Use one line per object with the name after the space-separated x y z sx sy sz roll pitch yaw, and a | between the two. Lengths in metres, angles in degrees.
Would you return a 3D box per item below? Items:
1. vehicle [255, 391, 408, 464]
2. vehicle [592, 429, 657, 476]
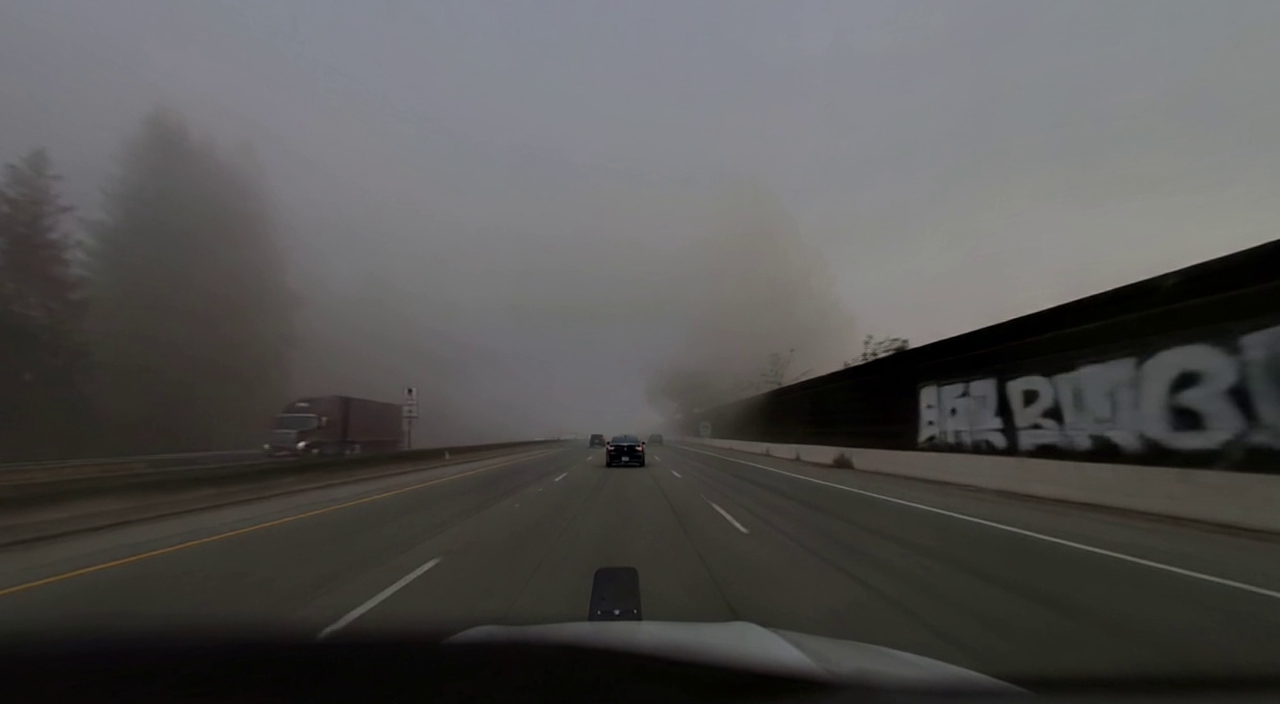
-22.052 5.764 47.229 3.141 4.374 17.378 1 -8 -2 | vehicle
-0.535 3.424 21.808 2.044 1.477 3.693 0 -8 -1 | vehicle
